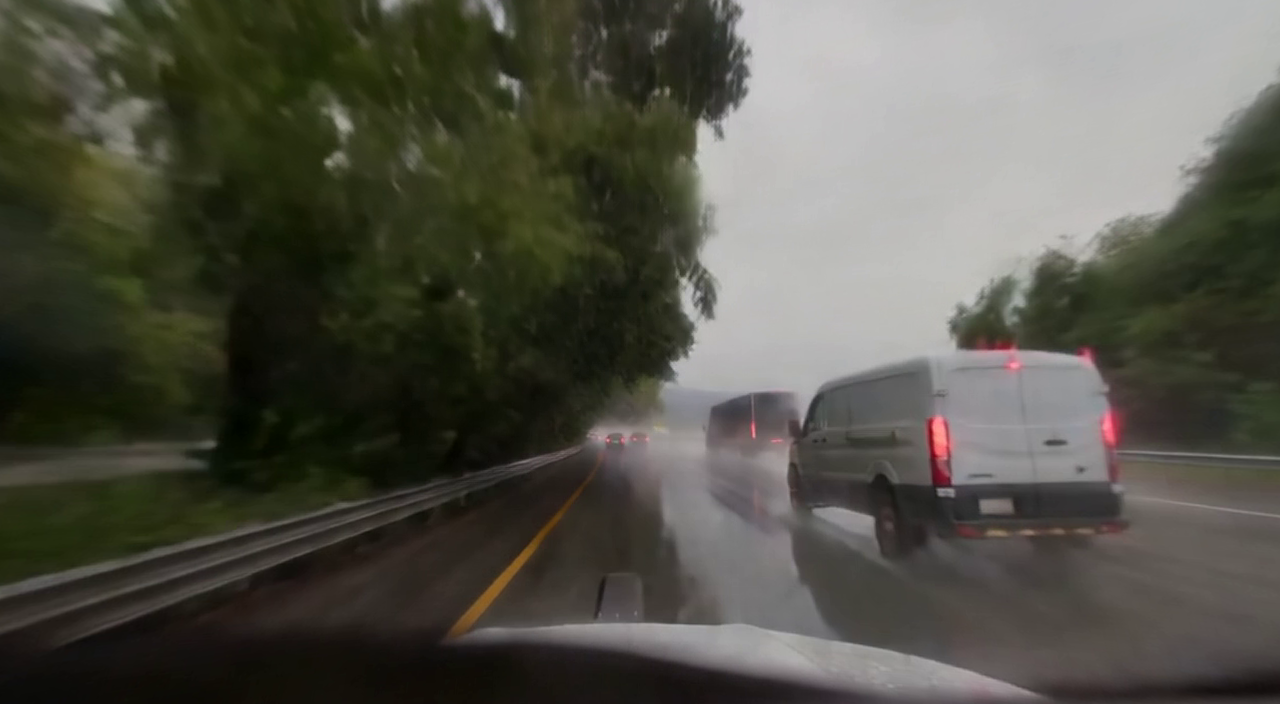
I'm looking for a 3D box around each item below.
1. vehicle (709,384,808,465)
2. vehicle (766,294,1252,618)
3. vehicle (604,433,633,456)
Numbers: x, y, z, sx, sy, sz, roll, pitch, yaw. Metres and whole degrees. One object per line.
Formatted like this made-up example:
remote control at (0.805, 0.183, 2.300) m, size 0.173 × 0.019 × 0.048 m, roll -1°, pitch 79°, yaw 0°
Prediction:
vehicle at (6.833, 4.630, 39.322) m, size 2.888 × 4.093 × 14.227 m, roll 0°, pitch -8°, yaw -2°
vehicle at (3.427, 1.143, 7.696) m, size 2.436 × 2.521 × 5.409 m, roll 0°, pitch -8°, yaw -2°
vehicle at (-1.639, 7.038, 48.179) m, size 2.088 × 1.671 × 4.068 m, roll 0°, pitch -8°, yaw -2°
